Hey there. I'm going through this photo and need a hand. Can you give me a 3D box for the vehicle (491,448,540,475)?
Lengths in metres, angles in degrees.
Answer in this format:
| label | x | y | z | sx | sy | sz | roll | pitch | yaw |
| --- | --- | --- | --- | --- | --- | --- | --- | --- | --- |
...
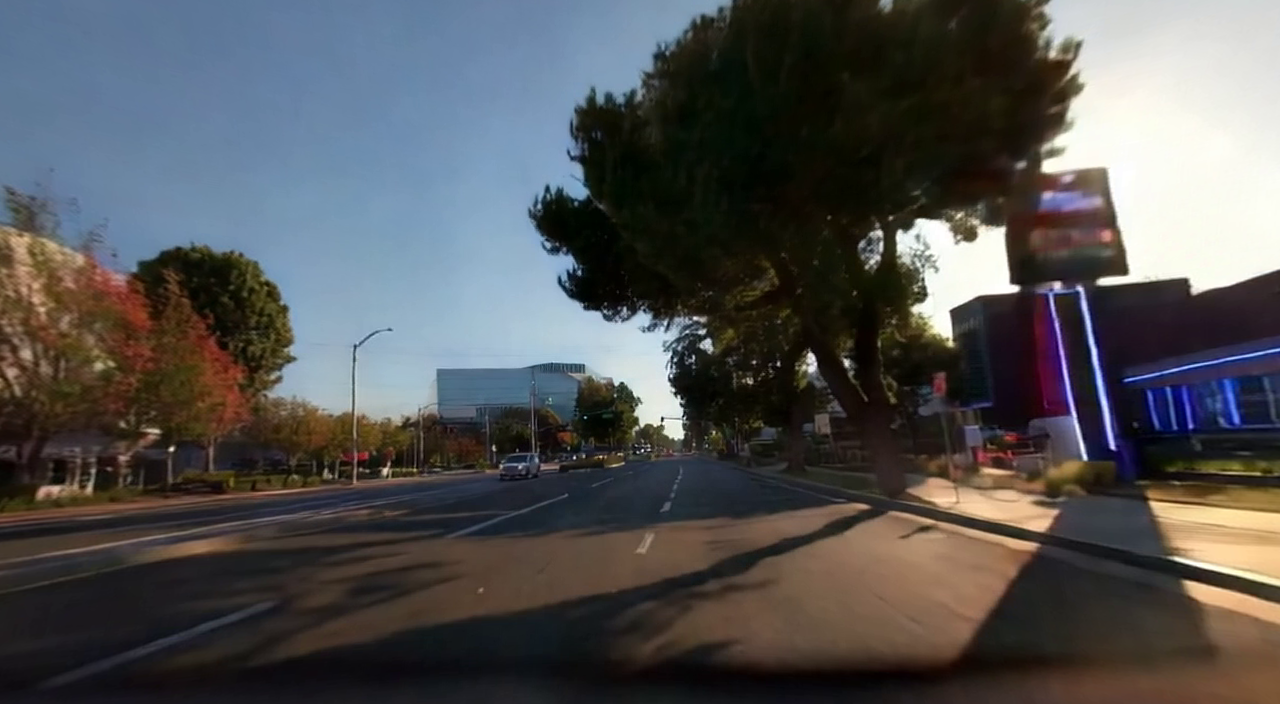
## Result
| label | x | y | z | sx | sy | sz | roll | pitch | yaw |
| --- | --- | --- | --- | --- | --- | --- | --- | --- | --- |
| vehicle | -8.893 | 7.846 | 45.373 | 2.209 | 1.773 | 4.481 | -1 | -9 | 5 |
